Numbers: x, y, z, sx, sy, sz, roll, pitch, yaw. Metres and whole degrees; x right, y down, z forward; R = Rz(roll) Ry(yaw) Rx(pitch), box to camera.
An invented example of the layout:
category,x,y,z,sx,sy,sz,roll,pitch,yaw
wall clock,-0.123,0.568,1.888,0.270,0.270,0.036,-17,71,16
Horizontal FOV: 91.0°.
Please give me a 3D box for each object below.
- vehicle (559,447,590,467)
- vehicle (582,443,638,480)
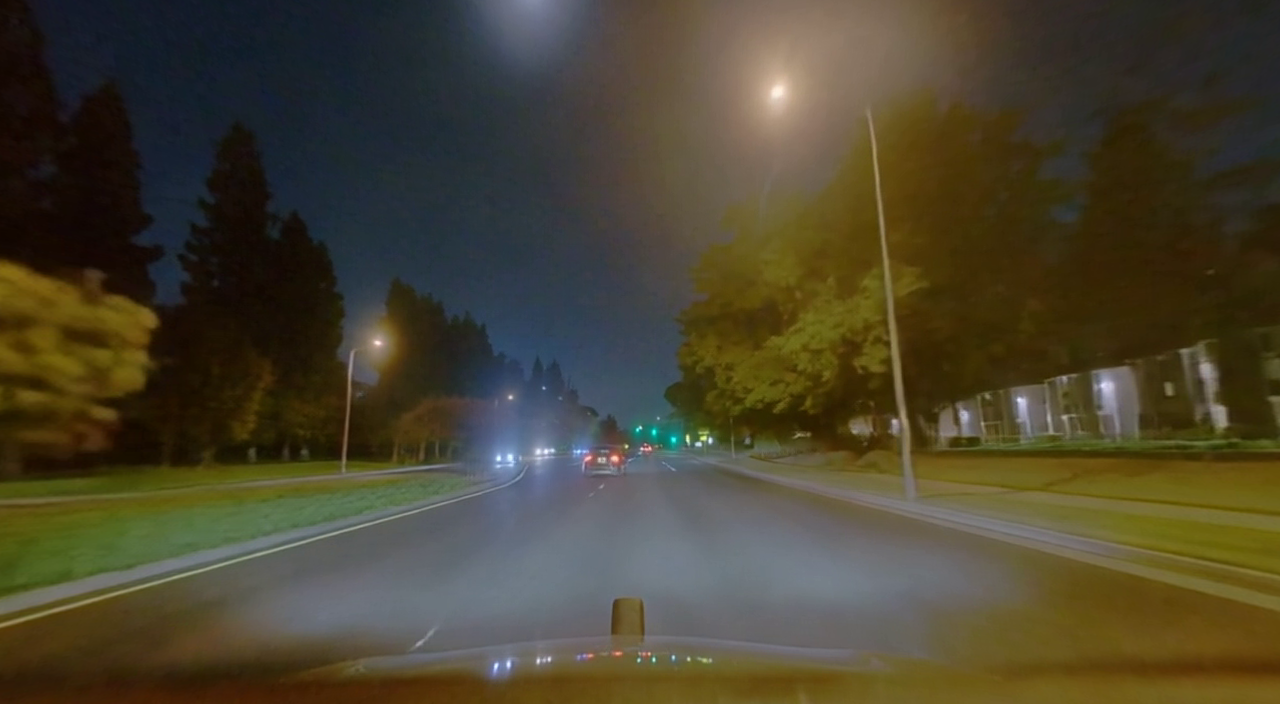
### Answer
category,x,y,z,sx,sy,sz,roll,pitch,yaw
vehicle,-5.006,8.071,48.688,2.014,1.472,4.357,0,-9,-2
vehicle,-1.274,4.971,28.783,2.106,1.517,4.375,-1,-9,3
